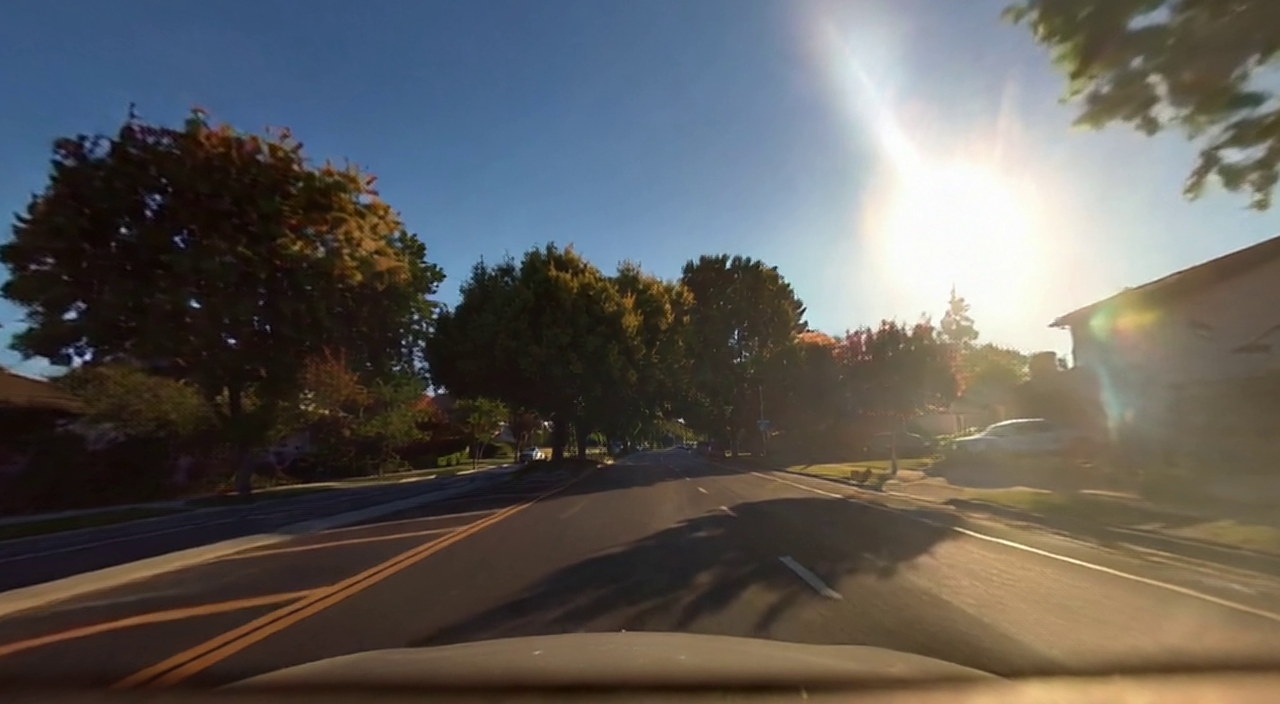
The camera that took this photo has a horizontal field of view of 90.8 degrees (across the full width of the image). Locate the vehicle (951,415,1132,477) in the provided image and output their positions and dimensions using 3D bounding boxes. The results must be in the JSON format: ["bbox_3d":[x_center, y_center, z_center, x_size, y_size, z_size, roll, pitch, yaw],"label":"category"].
[{"bbox_3d":[13.569,3.206,21.656,4.711,1.979,2.019,-1,-8,4],"label":"vehicle"}]
